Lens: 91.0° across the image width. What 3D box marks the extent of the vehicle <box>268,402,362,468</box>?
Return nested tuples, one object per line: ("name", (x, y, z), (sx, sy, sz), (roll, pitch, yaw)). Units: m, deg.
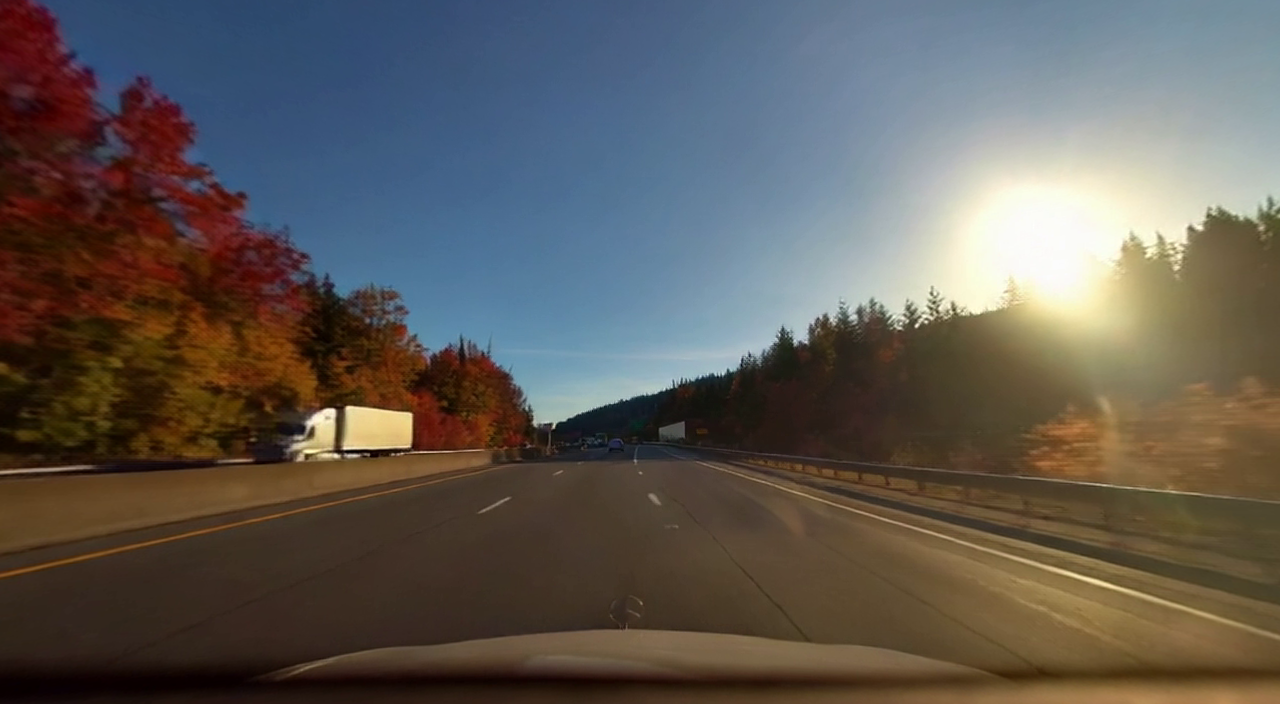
("vehicle", (-21.731, 5.649, 42.534), (2.973, 4.092, 6.174), (0, -8, -1))
